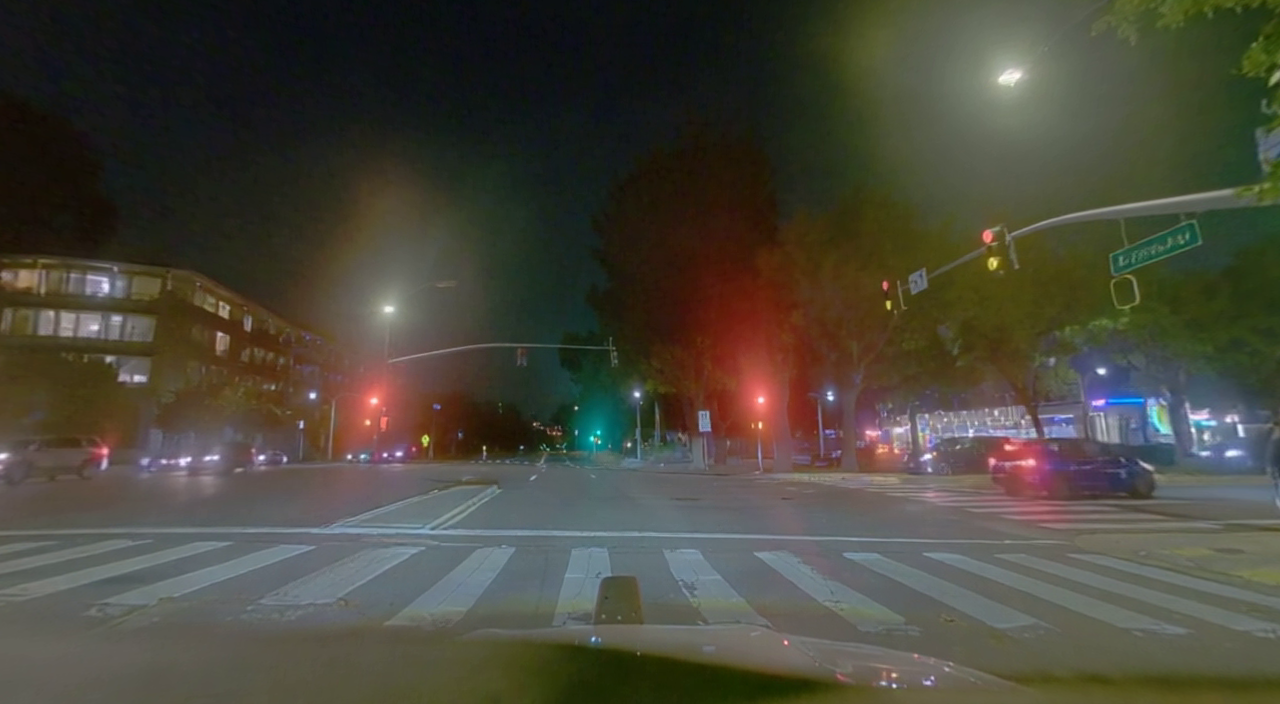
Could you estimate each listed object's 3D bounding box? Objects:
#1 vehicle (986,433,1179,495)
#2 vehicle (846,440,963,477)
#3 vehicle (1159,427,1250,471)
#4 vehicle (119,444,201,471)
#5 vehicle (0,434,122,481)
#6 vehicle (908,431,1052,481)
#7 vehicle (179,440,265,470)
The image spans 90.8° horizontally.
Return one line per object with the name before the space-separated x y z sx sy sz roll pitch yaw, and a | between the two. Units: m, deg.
vehicle | 12.225 3.064 17.551 4.312 1.540 2.007 2 -9 -16
vehicle | 11.481 4.621 27.562 4.317 1.491 1.896 2 -9 -11
vehicle | 25.645 4.414 28.892 2.066 1.821 4.509 -5 -10 29
vehicle | -30.804 6.765 40.721 2.069 1.660 4.302 0 -8 -3
vehicle | -27.023 4.698 28.491 2.388 1.858 6.056 0 -8 -2
vehicle | 12.928 3.916 24.047 4.742 1.762 2.180 3 -9 -22
vehicle | -24.083 5.954 36.622 2.056 1.604 4.436 0 -8 -2
